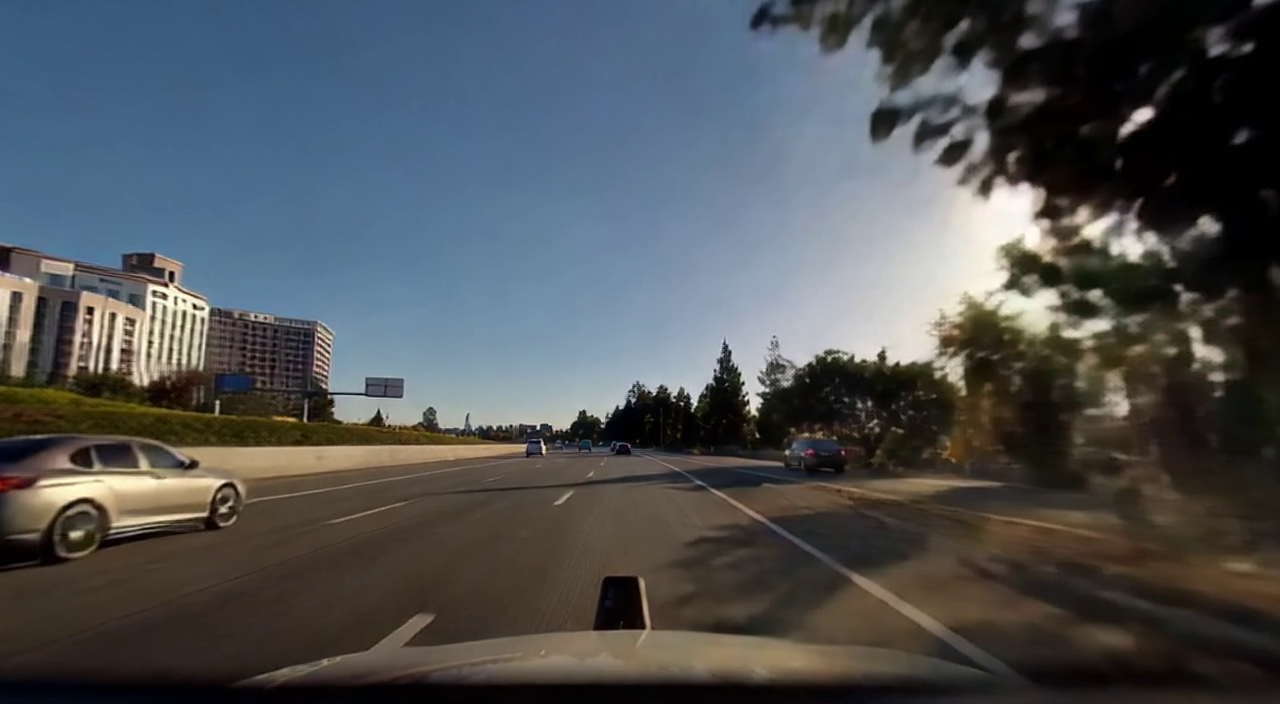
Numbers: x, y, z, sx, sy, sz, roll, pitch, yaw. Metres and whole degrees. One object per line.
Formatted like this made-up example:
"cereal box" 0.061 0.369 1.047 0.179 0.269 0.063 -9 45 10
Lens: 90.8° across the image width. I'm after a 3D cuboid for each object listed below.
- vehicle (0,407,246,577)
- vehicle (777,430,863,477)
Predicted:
"vehicle" -7.413 1.618 7.706 2.030 1.672 4.913 0 -9 0
"vehicle" 7.497 4.269 26.759 2.023 1.782 4.193 1 -9 -6
